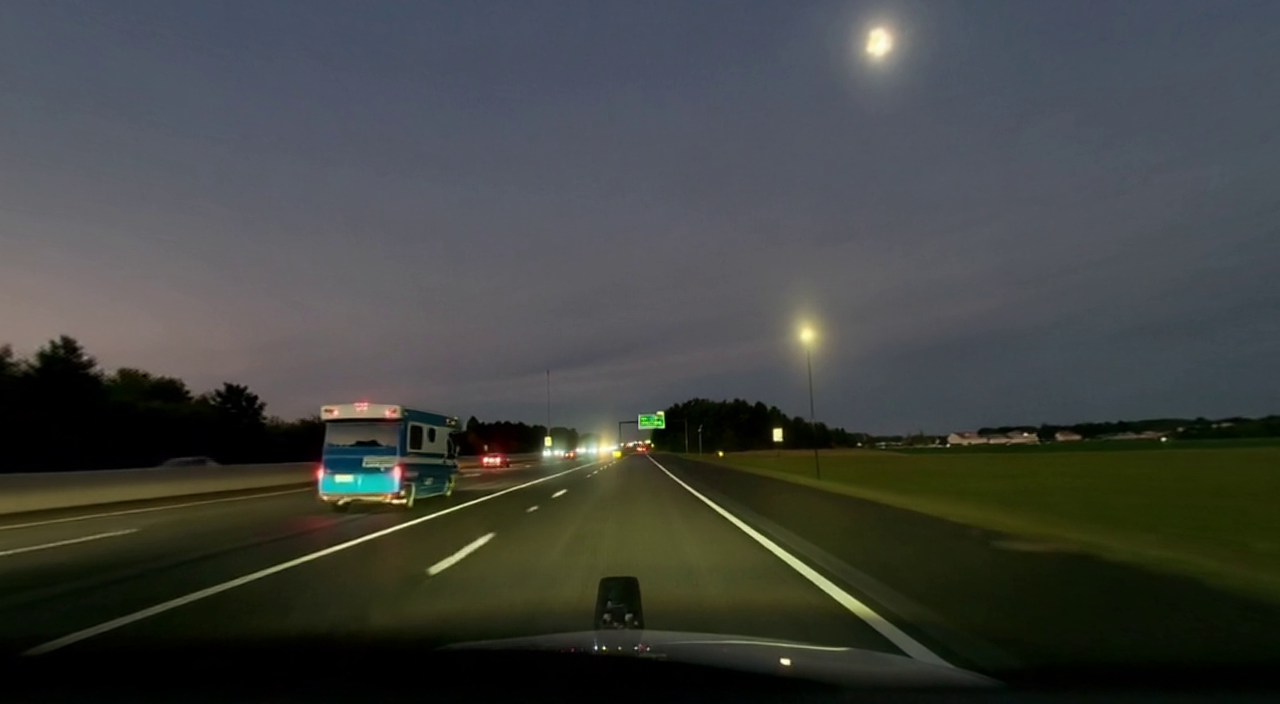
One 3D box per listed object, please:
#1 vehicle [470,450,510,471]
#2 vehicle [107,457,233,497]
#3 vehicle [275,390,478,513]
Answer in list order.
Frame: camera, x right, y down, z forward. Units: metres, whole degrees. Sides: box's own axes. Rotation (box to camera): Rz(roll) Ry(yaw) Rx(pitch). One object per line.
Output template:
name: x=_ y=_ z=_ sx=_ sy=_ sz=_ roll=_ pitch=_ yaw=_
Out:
vehicle: x=-11.443 y=8.249 z=48.313 sx=1.981 sy=1.503 sz=4.207 roll=0 pitch=-8 yaw=0
vehicle: x=-19.673 y=5.233 z=26.722 sx=1.850 sy=1.450 sz=4.544 roll=0 pitch=-8 yaw=0
vehicle: x=-7.320 y=2.946 z=18.988 sx=2.747 sy=2.934 sz=7.411 roll=0 pitch=-8 yaw=1
